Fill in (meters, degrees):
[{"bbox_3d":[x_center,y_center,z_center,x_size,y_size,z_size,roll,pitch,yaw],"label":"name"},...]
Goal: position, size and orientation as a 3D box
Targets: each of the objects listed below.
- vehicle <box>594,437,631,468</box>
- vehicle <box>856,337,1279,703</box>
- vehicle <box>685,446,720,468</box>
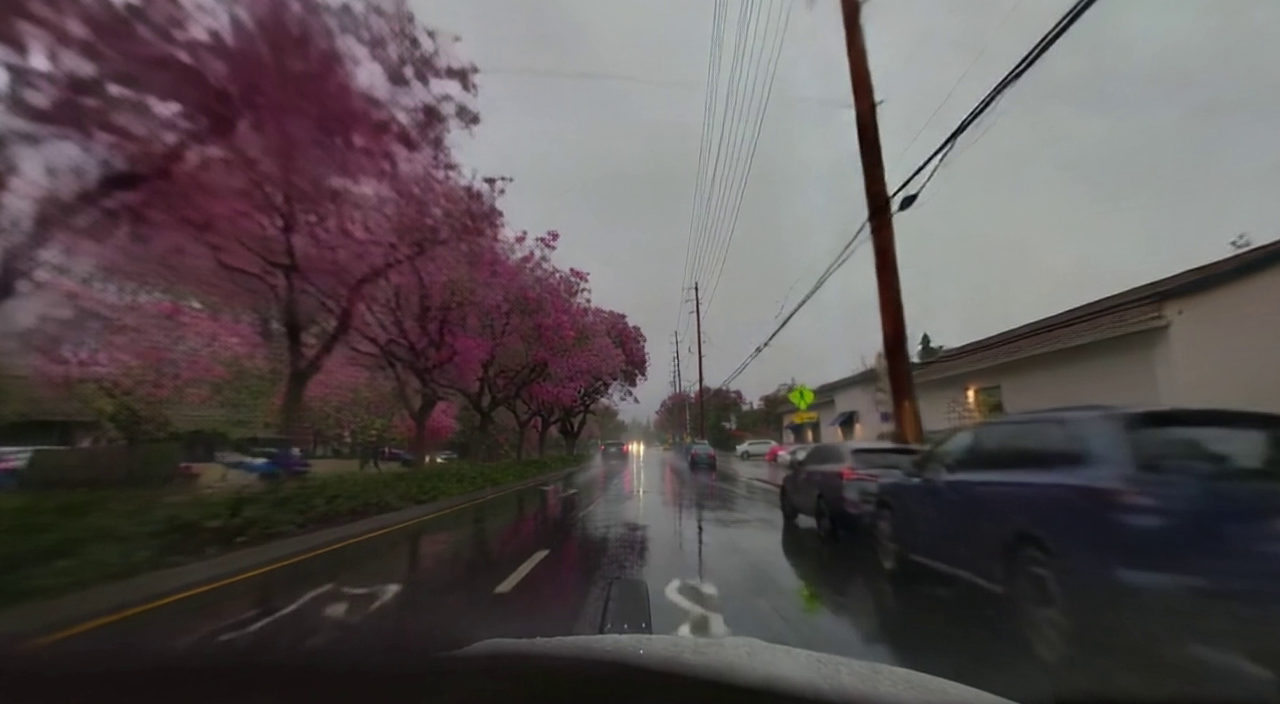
[{"bbox_3d":[-1.827,6.912,43.396,2.202,1.961,4.980,0,-9,1],"label":"vehicle"},{"bbox_3d":[3.233,1.118,4.255,1.896,1.725,4.500,0,-9,-1],"label":"vehicle"},{"bbox_3d":[4.395,7.442,44.862,2.042,1.465,4.455,0,-9,0],"label":"vehicle"}]
